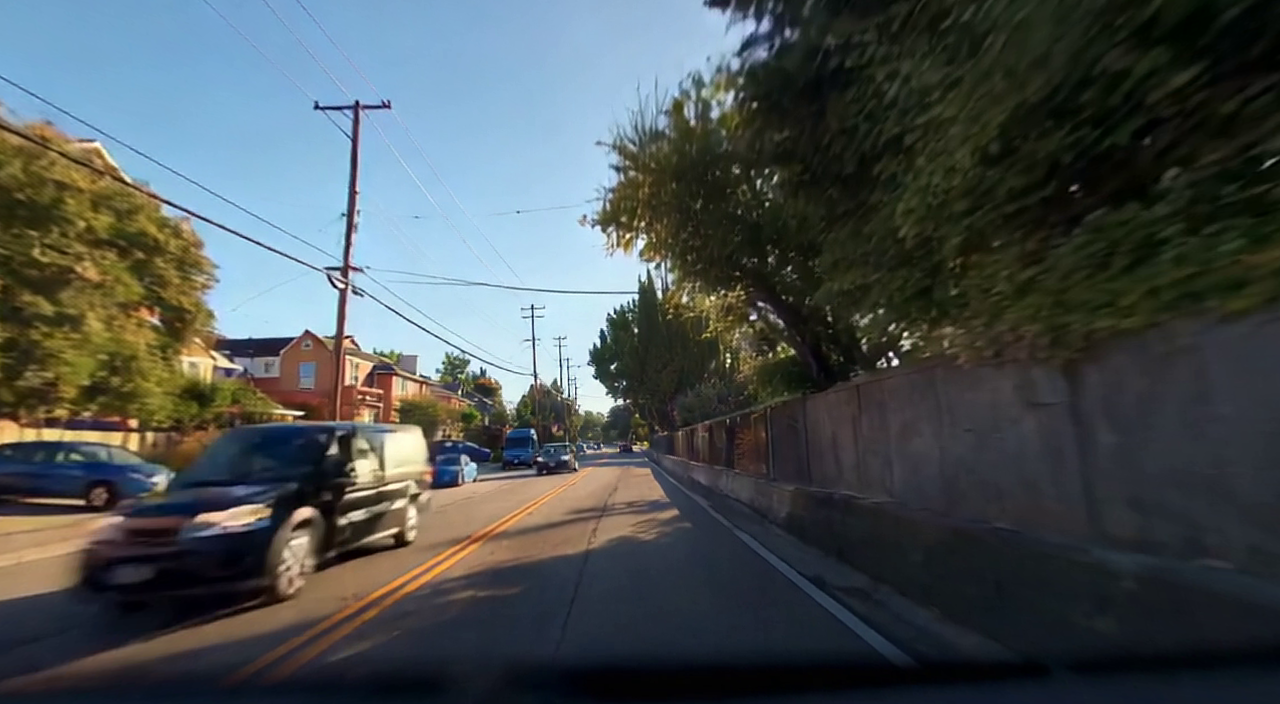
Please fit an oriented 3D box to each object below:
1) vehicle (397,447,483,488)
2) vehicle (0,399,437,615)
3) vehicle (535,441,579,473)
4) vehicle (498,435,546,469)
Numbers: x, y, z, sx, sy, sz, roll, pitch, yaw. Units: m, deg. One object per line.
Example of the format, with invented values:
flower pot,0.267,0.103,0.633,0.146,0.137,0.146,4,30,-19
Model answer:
vehicle,-7.969,4.618,25.650,2.003,1.460,4.360,0,-8,0
vehicle,-4.148,1.565,7.310,2.153,1.715,4.333,0,-8,0
vehicle,-4.186,5.374,32.444,1.796,1.516,3.871,0,-8,0
vehicle,-7.990,6.807,43.256,2.335,2.136,5.328,0,-8,-1
